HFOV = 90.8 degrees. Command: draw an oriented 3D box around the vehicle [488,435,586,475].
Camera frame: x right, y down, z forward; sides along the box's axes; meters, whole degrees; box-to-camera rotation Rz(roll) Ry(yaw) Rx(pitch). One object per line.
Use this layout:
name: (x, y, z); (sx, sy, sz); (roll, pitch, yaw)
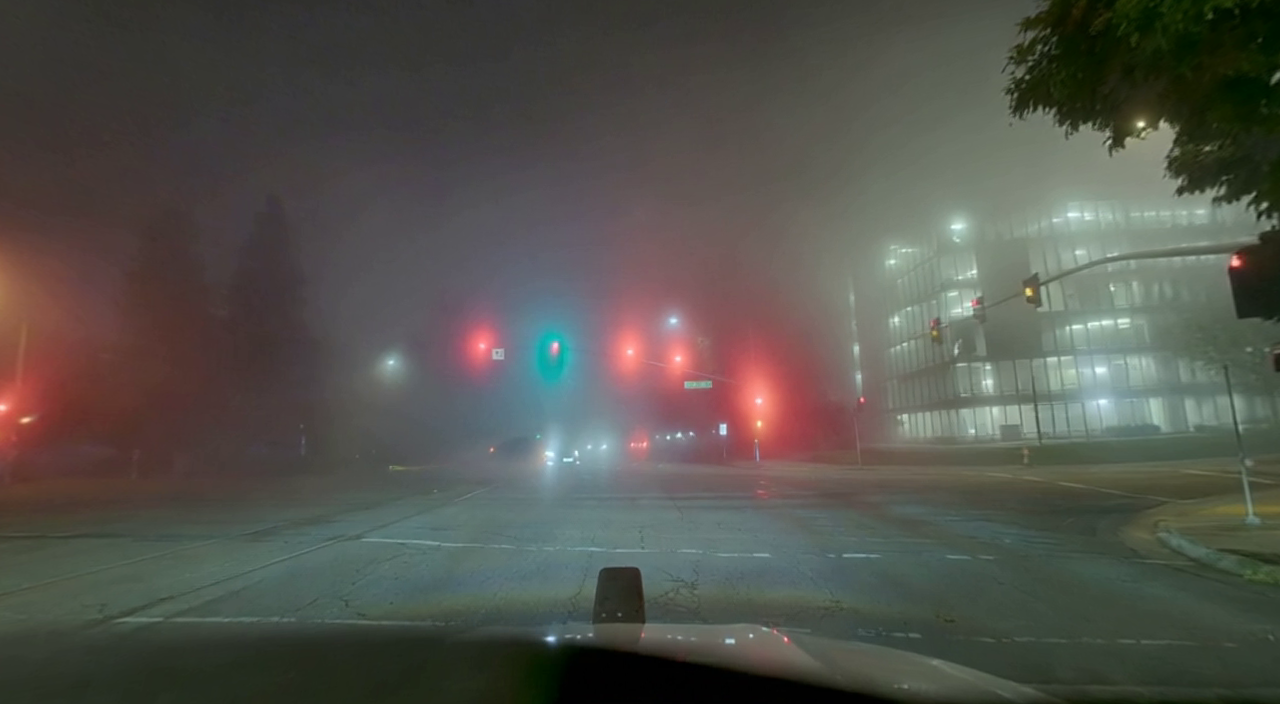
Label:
vehicle: (-5.307, 5.191, 32.085); (5.357, 1.814, 2.141); (-8, -12, 44)
